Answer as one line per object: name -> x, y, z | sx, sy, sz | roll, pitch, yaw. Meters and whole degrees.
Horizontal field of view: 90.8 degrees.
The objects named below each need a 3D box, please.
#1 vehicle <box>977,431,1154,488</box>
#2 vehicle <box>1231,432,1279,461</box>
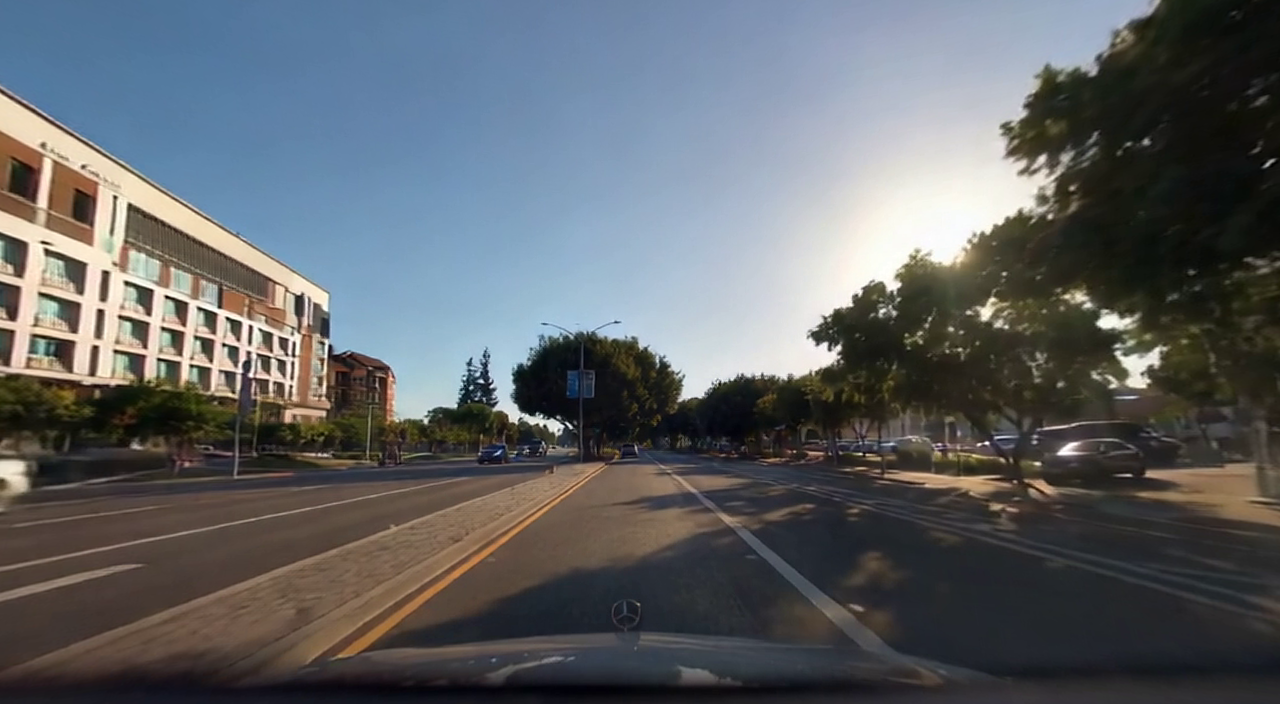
vehicle -> 14.924, 3.759, 22.330 | 4.761, 1.832, 2.201 | 1, -9, -7
vehicle -> 36.565, 5.502, 36.756 | 4.821, 1.585, 2.122 | 6, -10, -36
